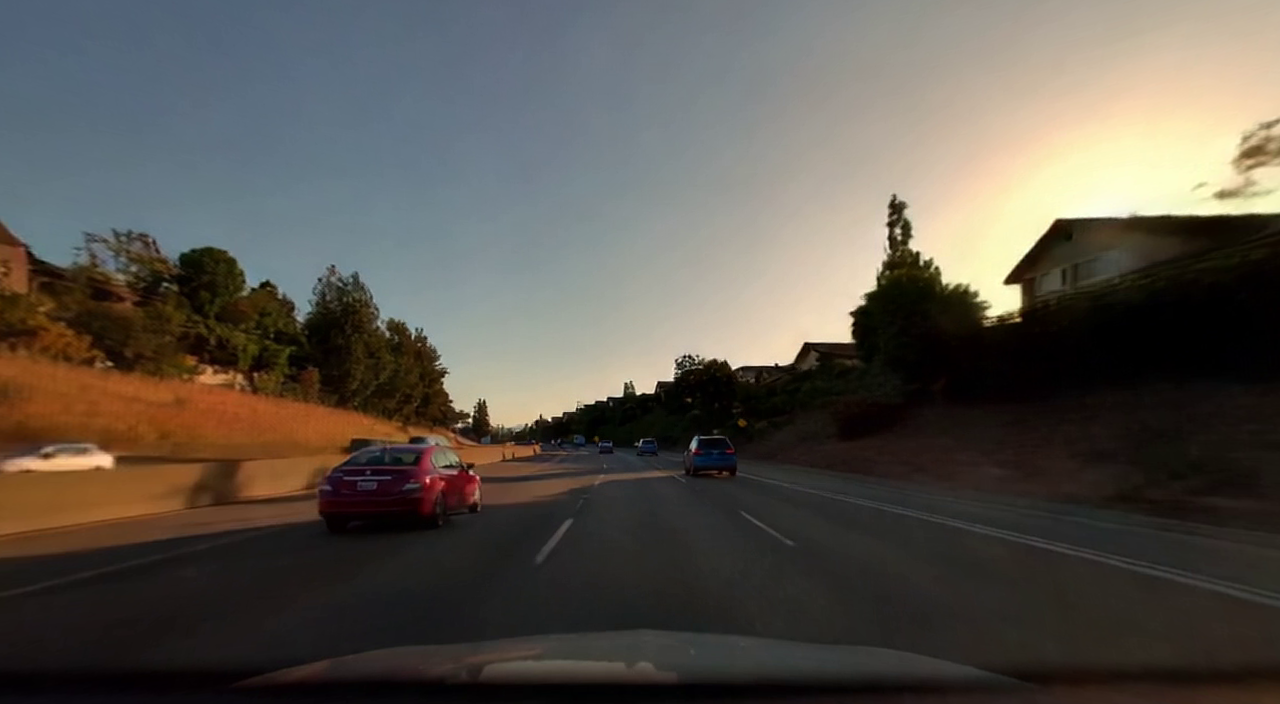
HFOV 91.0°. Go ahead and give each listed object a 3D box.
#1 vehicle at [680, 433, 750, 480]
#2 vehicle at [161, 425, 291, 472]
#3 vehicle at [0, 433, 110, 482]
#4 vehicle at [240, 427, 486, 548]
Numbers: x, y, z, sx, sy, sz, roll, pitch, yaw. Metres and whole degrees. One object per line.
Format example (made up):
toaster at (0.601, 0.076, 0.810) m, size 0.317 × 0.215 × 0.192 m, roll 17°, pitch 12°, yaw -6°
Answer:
vehicle at (2.855, 4.134, 25.088) m, size 2.092 × 1.686 × 4.188 m, roll 0°, pitch -9°, yaw -2°
vehicle at (-16.391, 3.879, 25.304) m, size 2.186 × 1.682 × 4.623 m, roll 0°, pitch -9°, yaw -3°
vehicle at (-19.955, 3.433, 20.625) m, size 1.857 × 1.430 × 3.870 m, roll 0°, pitch -9°, yaw -2°
vehicle at (-4.093, 2.074, 10.311) m, size 2.036 × 1.528 × 4.400 m, roll 0°, pitch -9°, yaw 0°
